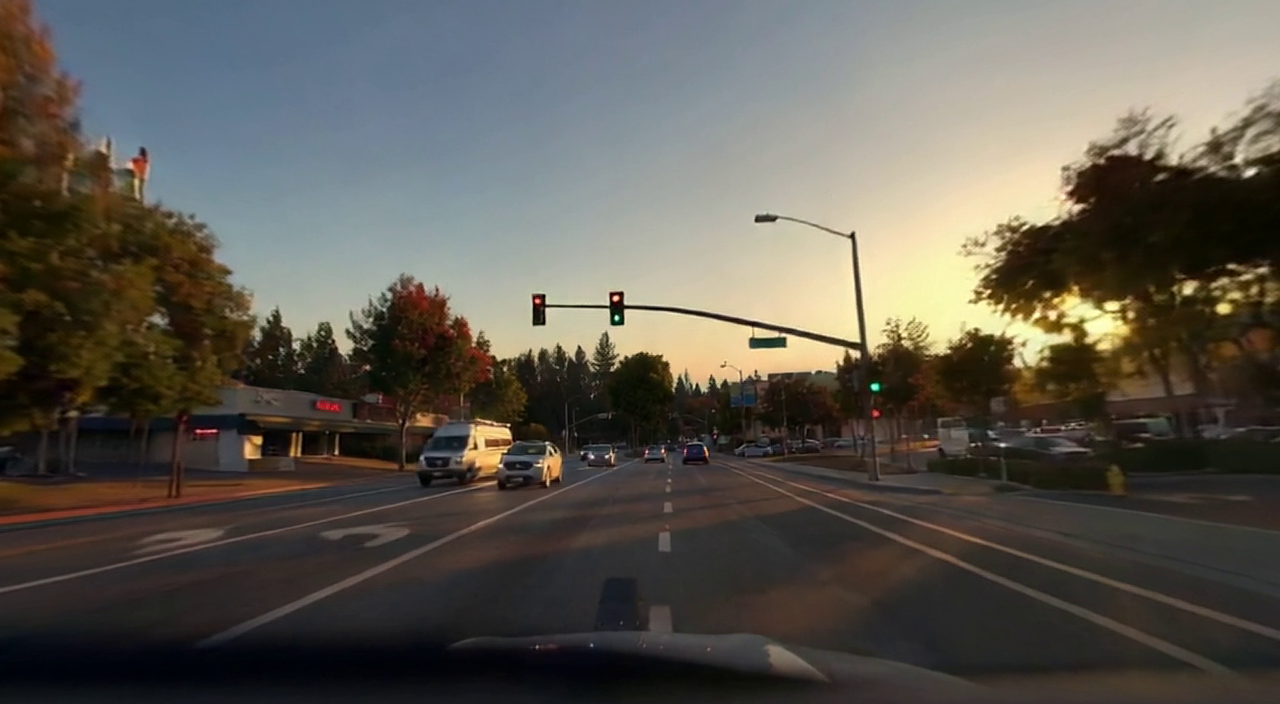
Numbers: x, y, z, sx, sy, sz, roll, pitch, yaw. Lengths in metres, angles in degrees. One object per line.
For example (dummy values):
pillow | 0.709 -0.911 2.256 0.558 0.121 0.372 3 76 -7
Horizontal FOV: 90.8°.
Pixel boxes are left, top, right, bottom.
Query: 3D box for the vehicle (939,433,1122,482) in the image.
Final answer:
vehicle | 18.300 4.956 30.988 2.618 1.565 11.353 -3 -6 4

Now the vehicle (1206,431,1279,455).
vehicle | 40.599 6.014 41.707 4.562 1.504 2.068 0 -8 -3

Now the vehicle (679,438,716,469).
vehicle | 3.435 6.198 38.693 2.046 1.768 4.370 0 -8 3

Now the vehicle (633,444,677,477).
vehicle | 0.663 4.948 29.069 1.917 1.418 3.987 0 -8 1

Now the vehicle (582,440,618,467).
vehicle | -2.678 6.961 43.545 2.092 1.779 4.468 0 -8 1

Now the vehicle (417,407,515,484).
vehicle | -7.332 4.054 27.419 2.251 2.944 5.835 -1 -8 3

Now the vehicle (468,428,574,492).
vehicle | -3.884 3.673 21.983 2.298 1.905 5.777 -1 -8 3
